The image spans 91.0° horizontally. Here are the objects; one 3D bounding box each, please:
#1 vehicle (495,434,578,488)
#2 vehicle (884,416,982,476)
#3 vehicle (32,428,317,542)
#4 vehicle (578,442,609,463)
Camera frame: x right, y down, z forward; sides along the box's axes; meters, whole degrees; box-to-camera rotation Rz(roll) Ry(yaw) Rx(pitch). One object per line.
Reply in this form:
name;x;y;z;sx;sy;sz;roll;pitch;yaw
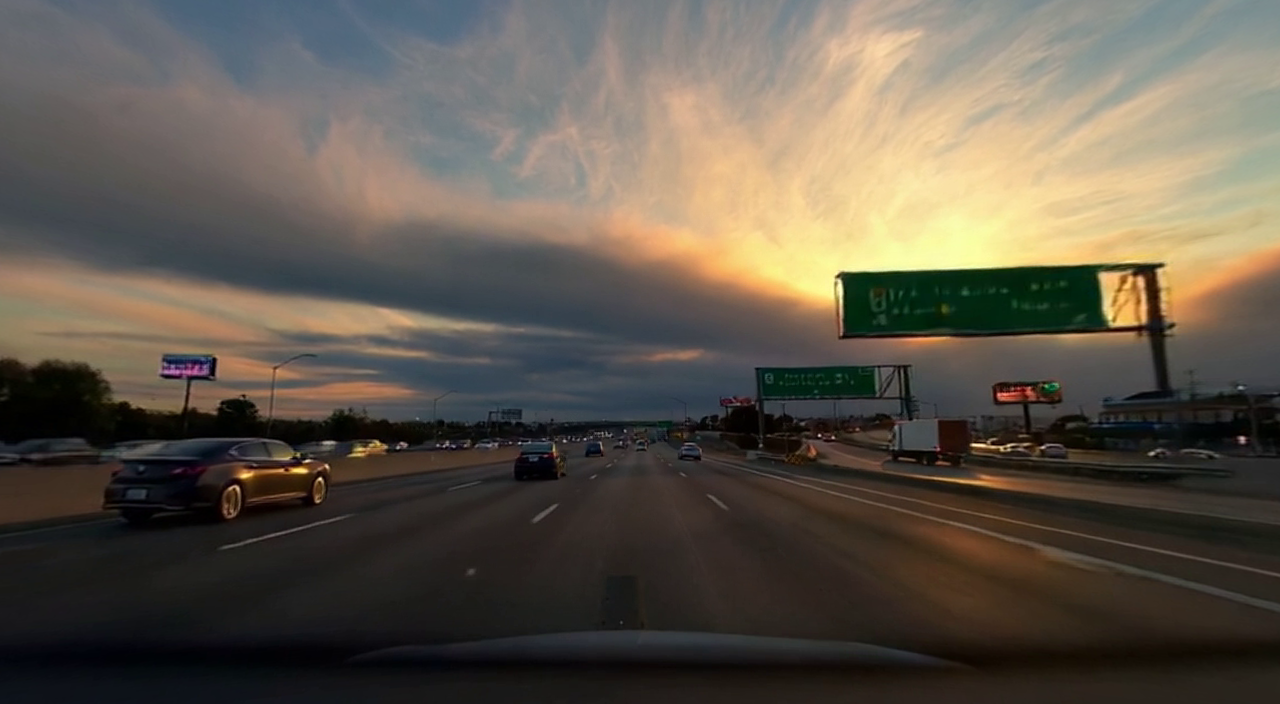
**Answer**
vehicle;-3.324;3.607;21.119;2.001;1.577;4.055;1;-9;1
vehicle;19.166;6.258;41.968;2.958;3.538;8.761;0;-9;5
vehicle;-7.267;2.082;10.408;1.865;1.518;3.620;1;-9;1
vehicle;-3.449;7.517;47.313;1.960;1.494;4.123;1;-9;1
